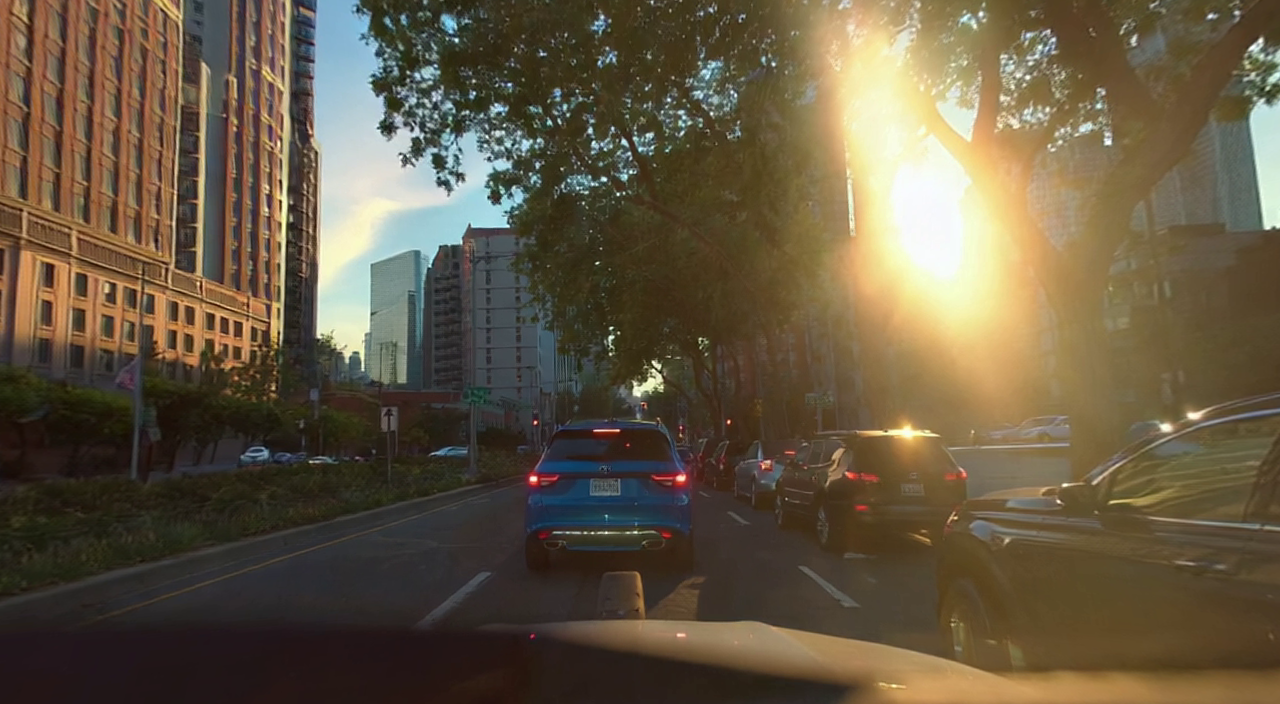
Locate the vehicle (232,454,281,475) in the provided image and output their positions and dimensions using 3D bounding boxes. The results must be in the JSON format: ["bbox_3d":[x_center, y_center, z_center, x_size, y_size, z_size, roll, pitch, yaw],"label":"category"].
[{"bbox_3d":[-28.151,8.228,46.513,1.967,1.428,4.832,3,-9,-18],"label":"vehicle"}]

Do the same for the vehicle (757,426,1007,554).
[{"bbox_3d":[3.288,1.981,9.808,1.941,1.482,4.632,0,-9,-2],"label":"vehicle"}]

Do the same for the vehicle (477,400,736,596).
[{"bbox_3d":[-0.342,1.578,7.627,2.249,1.684,4.084,0,-9,-1],"label":"vehicle"}]

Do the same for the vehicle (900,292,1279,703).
[{"bbox_3d":[2.997,0.747,2.240,2.063,1.760,4.664,0,-9,-1],"label":"vehicle"}]
